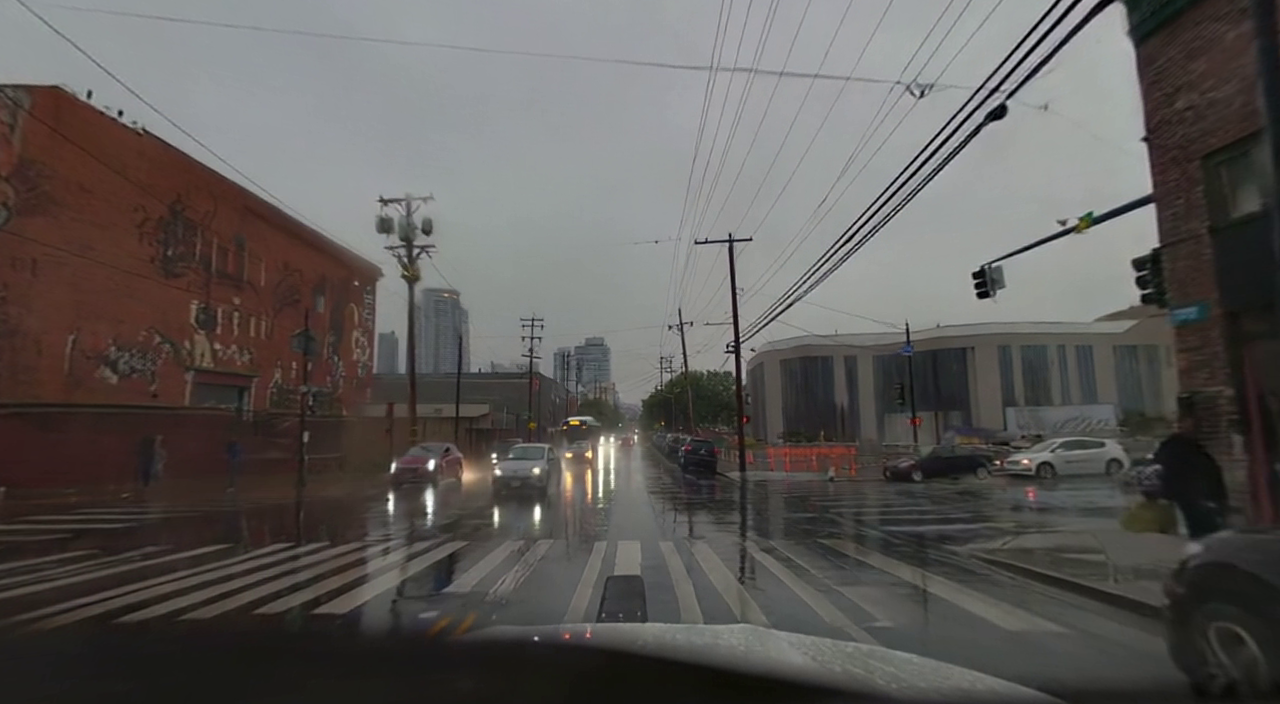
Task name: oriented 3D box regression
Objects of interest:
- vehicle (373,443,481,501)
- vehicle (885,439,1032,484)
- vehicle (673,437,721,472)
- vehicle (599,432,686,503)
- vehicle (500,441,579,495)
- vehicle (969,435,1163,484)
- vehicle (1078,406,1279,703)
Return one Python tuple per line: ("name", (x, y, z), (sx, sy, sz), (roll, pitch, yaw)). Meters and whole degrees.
("vehicle", (-7.096, 4.014, 21.731), (1.892, 1.706, 5.224), (0, -8, 0))
("vehicle", (12.206, 4.220, 24.500), (4.576, 1.650, 1.980), (-1, -9, 2))
("vehicle", (3.033, 5.652, 34.745), (2.171, 1.751, 4.373), (0, -9, -1))
("vehicle", (0.053, 3.227, 18.058), (2.190, 1.783, 4.048), (0, -8, 0))
("vehicle", (-3.364, 3.941, 21.867), (2.055, 1.660, 3.954), (0, -8, 0))
("vehicle", (14.254, 3.619, 21.372), (5.045, 1.527, 2.107), (0, -9, -1))
("vehicle", (3.487, 0.799, 1.257), (1.949, 1.521, 4.445), (0, -8, -1))
